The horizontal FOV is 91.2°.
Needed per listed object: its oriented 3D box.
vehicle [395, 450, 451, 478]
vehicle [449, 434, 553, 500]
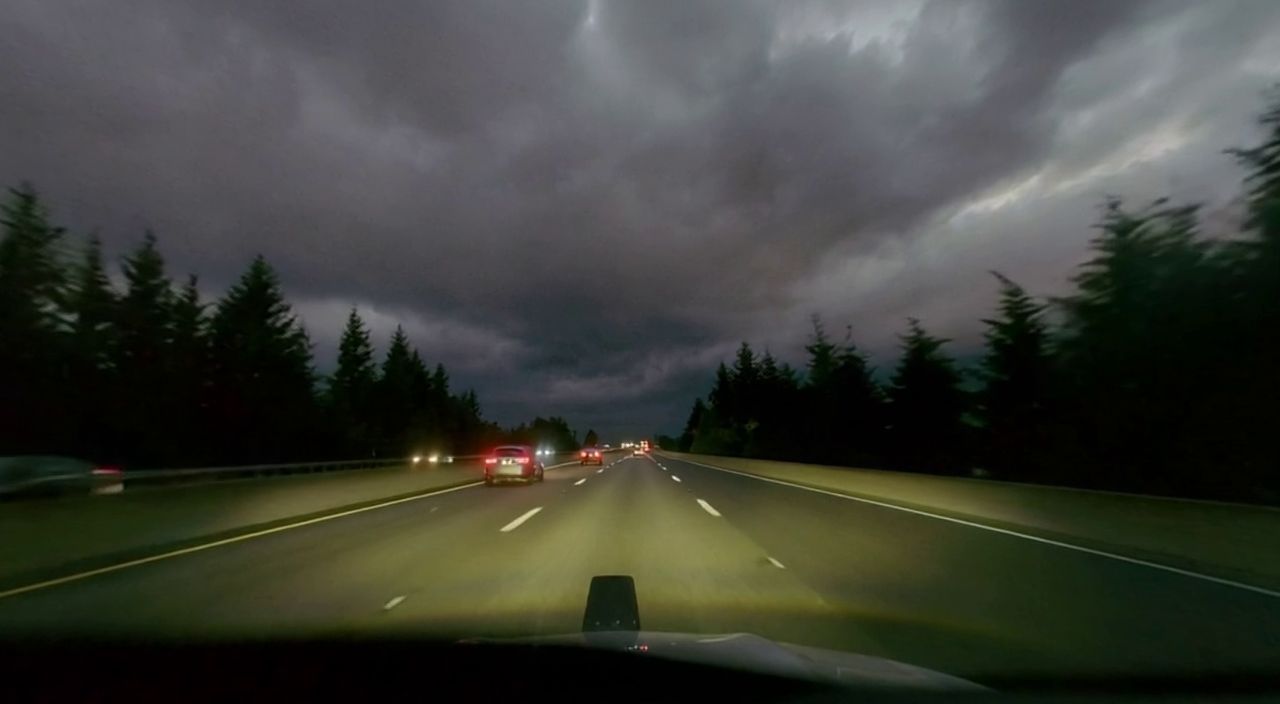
[{"bbox_3d":[-12.527,6.459,36.404,1.848,1.498,3.906,0,-9,0],"label":"vehicle"},{"bbox_3d":[-3.963,3.366,18.741,2.151,1.693,4.201,0,-9,0],"label":"vehicle"}]
